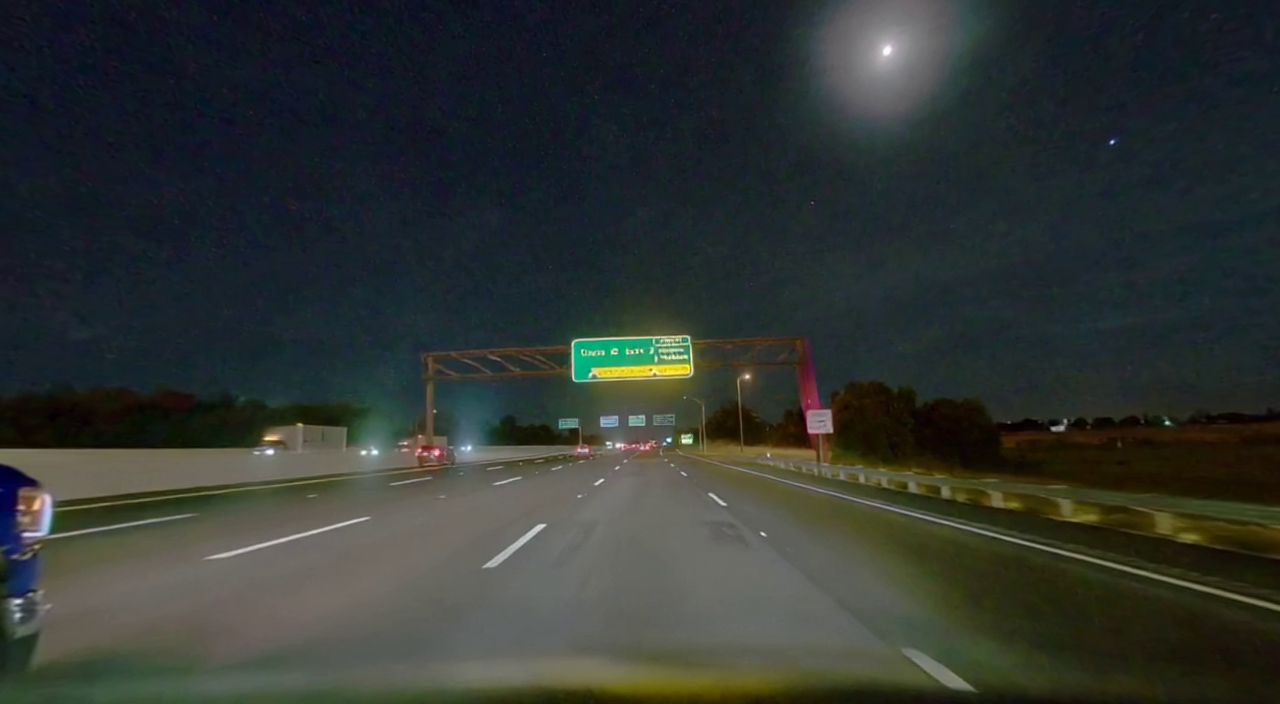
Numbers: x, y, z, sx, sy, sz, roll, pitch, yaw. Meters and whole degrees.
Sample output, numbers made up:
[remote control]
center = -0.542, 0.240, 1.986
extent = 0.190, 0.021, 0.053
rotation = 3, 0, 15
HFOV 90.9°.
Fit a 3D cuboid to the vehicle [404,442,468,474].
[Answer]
[vehicle]
center = -10.803, 5.624, 33.727
extent = 1.957, 1.565, 4.311
rotation = 0, -8, 1
